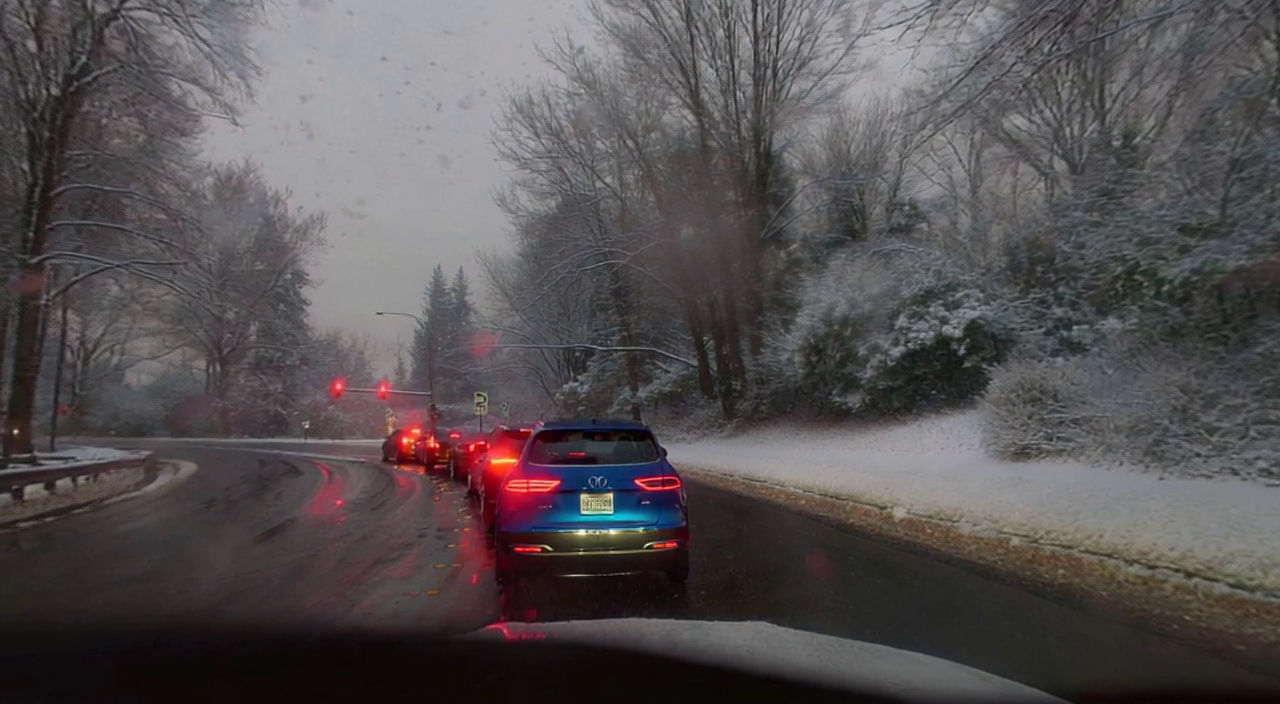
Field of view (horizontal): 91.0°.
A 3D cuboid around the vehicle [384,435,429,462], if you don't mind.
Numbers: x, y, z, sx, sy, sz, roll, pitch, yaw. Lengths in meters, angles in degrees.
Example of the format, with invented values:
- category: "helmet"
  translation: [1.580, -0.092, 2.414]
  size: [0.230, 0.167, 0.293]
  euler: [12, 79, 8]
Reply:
- category: "vehicle"
  translation: [-13.752, 5.632, 36.900]
  size: [1.863, 1.488, 4.426]
  euler: [4, -9, -27]

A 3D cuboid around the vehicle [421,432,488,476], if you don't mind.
- category: "vehicle"
  translation: [-7.285, 3.932, 24.491]
  size: [1.902, 1.536, 3.662]
  euler: [4, -9, -25]

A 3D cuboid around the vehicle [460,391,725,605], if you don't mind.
- category: "vehicle"
  translation: [-0.680, 1.457, 7.199]
  size: [2.134, 1.671, 4.147]
  euler: [1, -8, -9]
